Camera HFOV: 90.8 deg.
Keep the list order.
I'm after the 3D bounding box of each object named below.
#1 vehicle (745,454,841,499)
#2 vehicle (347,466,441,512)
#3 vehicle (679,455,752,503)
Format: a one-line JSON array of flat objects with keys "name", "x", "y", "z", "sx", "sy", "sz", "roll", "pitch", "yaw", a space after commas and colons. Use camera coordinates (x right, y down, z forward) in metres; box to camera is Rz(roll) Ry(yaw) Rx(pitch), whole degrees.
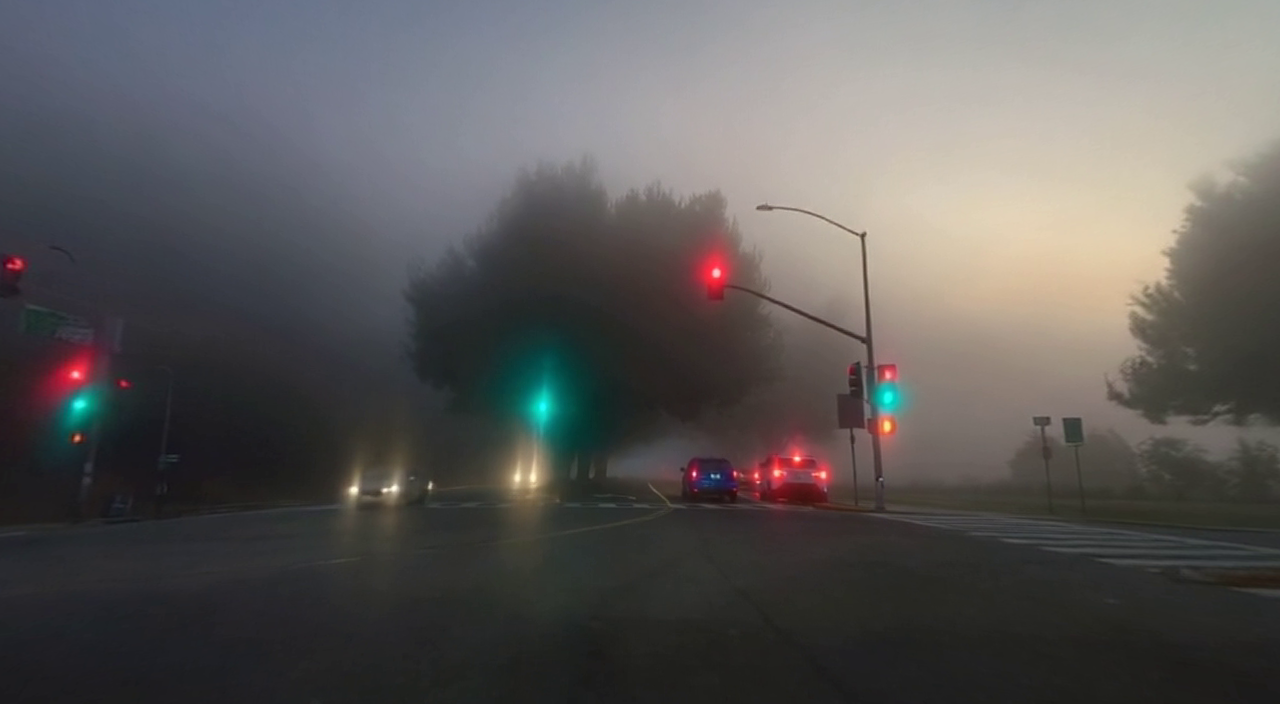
[{"name": "vehicle", "x": 8.690, "y": 7.145, "z": 36.916, "sx": 2.771, "sy": 2.214, "sz": 7.159, "roll": 2, "pitch": -9, "yaw": -10}, {"name": "vehicle", "x": -8.859, "y": 4.962, "z": 23.169, "sx": 1.818, "sy": 1.397, "sz": 4.026, "roll": 0, "pitch": -9, "yaw": 0}, {"name": "vehicle", "x": 2.854, "y": 4.940, "z": 25.030, "sx": 2.140, "sy": 1.655, "sz": 4.786, "roll": 0, "pitch": -9, "yaw": -2}]
